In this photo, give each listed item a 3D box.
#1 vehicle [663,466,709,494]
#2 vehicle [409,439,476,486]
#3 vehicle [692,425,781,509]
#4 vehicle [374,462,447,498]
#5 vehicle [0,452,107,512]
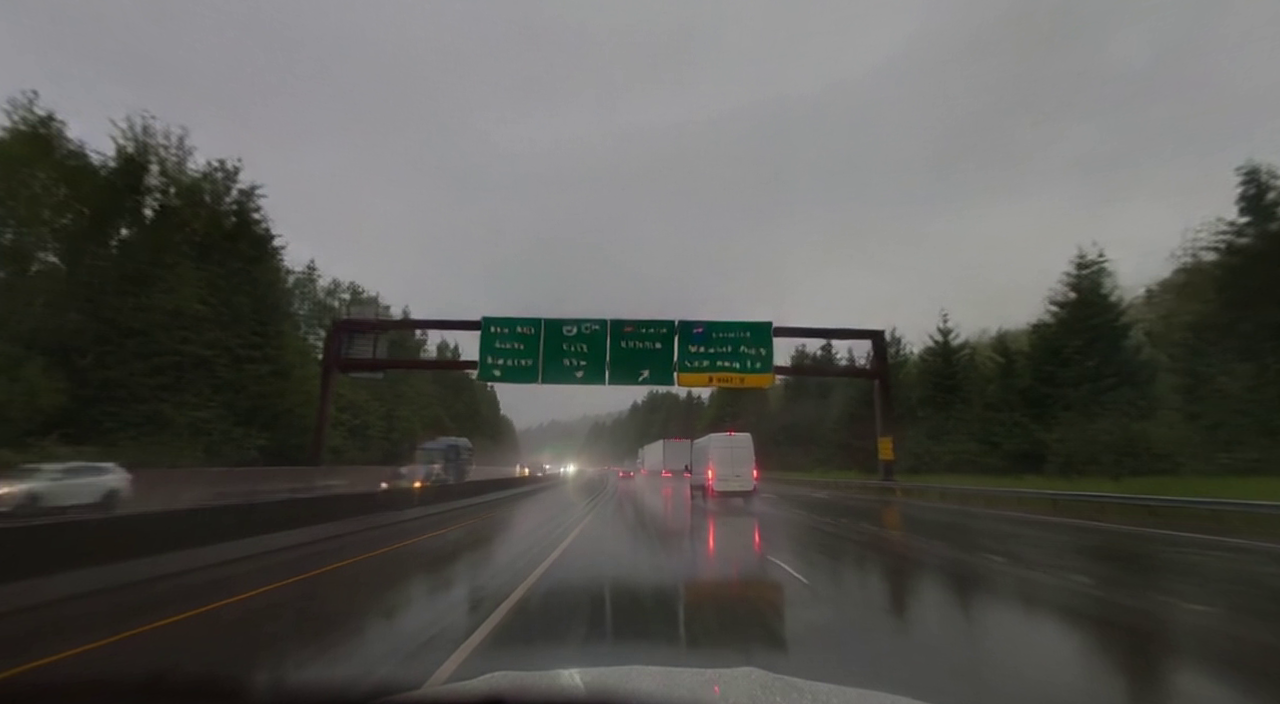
[{"bbox_3d":[2.498,7.141,35.238,2.081,1.453,4.300,1,-10,-2],"label":"vehicle"},{"bbox_3d":[-14.146,8.036,45.590,2.623,3.039,6.703,1,-10,-1],"label":"vehicle"},{"bbox_3d":[3.321,4.175,22.920,2.291,2.639,5.280,1,-10,-2],"label":"vehicle"},{"bbox_3d":[-10.179,5.701,28.154,1.870,1.457,3.715,1,-10,0],"label":"vehicle"},{"bbox_3d":[-17.178,3.464,16.904,1.950,1.499,4.151,1,-10,0],"label":"vehicle"}]
